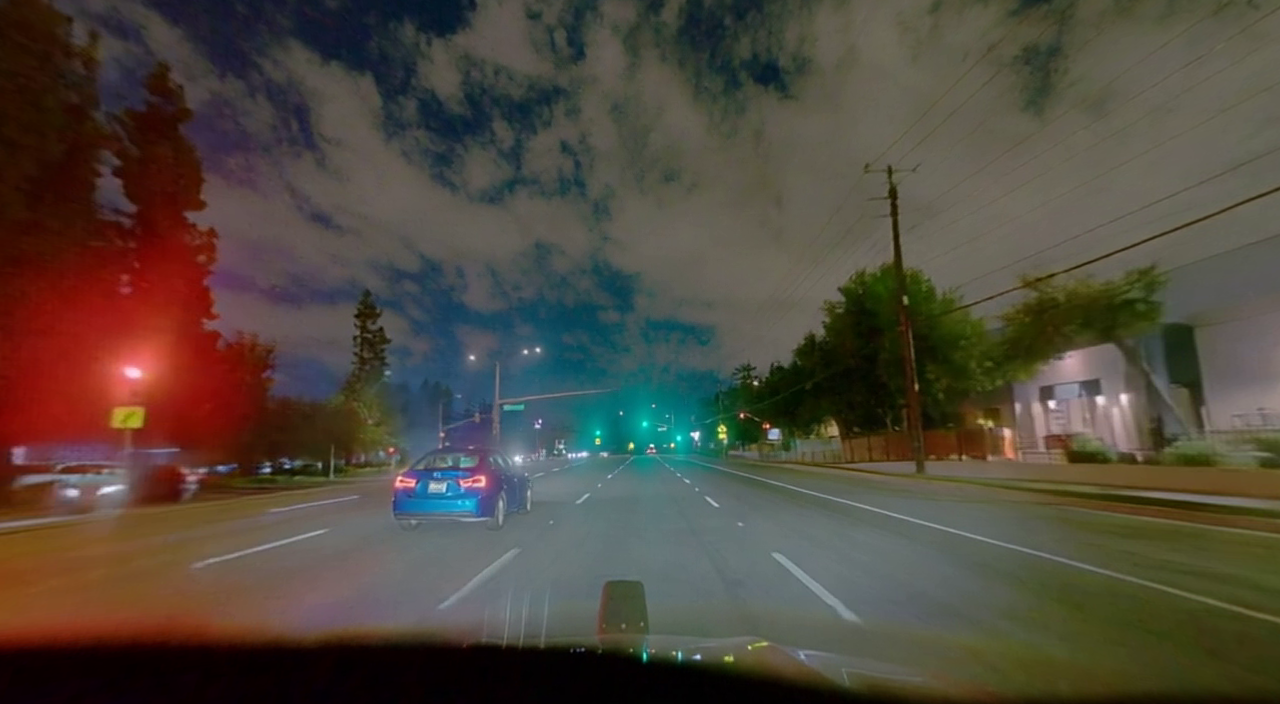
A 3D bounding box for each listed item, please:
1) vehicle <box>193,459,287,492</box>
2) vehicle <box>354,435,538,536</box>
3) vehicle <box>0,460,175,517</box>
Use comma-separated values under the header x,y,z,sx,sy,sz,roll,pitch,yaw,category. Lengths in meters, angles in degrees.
x,y,z,sx,sy,sz,roll,pitch,yaw,category
-21.108,6.514,33.563,1.842,1.507,4.846,0,-9,0,vehicle
-3.246,2.328,11.627,1.924,1.480,4.421,0,-9,1,vehicle
-17.339,4.219,19.940,1.826,1.490,4.407,0,-9,1,vehicle
